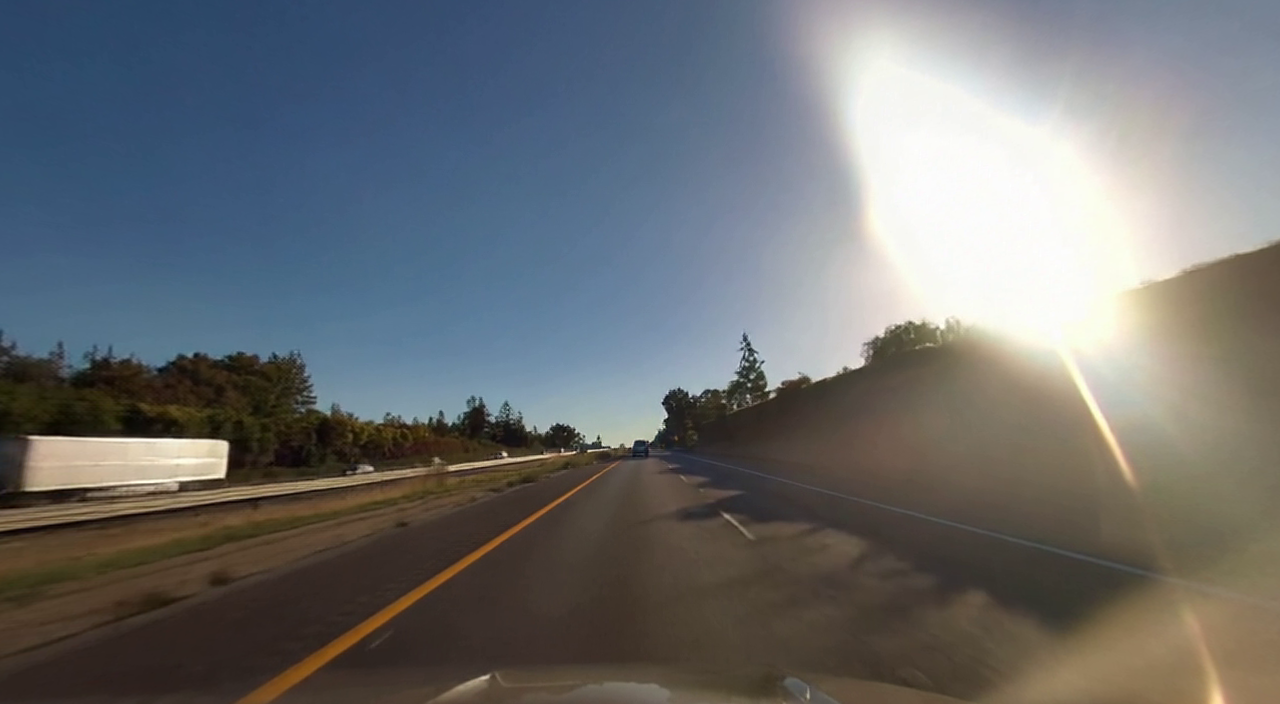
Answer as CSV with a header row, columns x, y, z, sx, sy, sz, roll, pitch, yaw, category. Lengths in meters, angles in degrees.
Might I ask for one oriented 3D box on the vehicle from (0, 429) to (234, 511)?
x,y,z,sx,sy,sz,roll,pitch,yaw,category
-33.087,7.244,40.605,2.894,4.165,16.340,0,-8,0,vehicle
